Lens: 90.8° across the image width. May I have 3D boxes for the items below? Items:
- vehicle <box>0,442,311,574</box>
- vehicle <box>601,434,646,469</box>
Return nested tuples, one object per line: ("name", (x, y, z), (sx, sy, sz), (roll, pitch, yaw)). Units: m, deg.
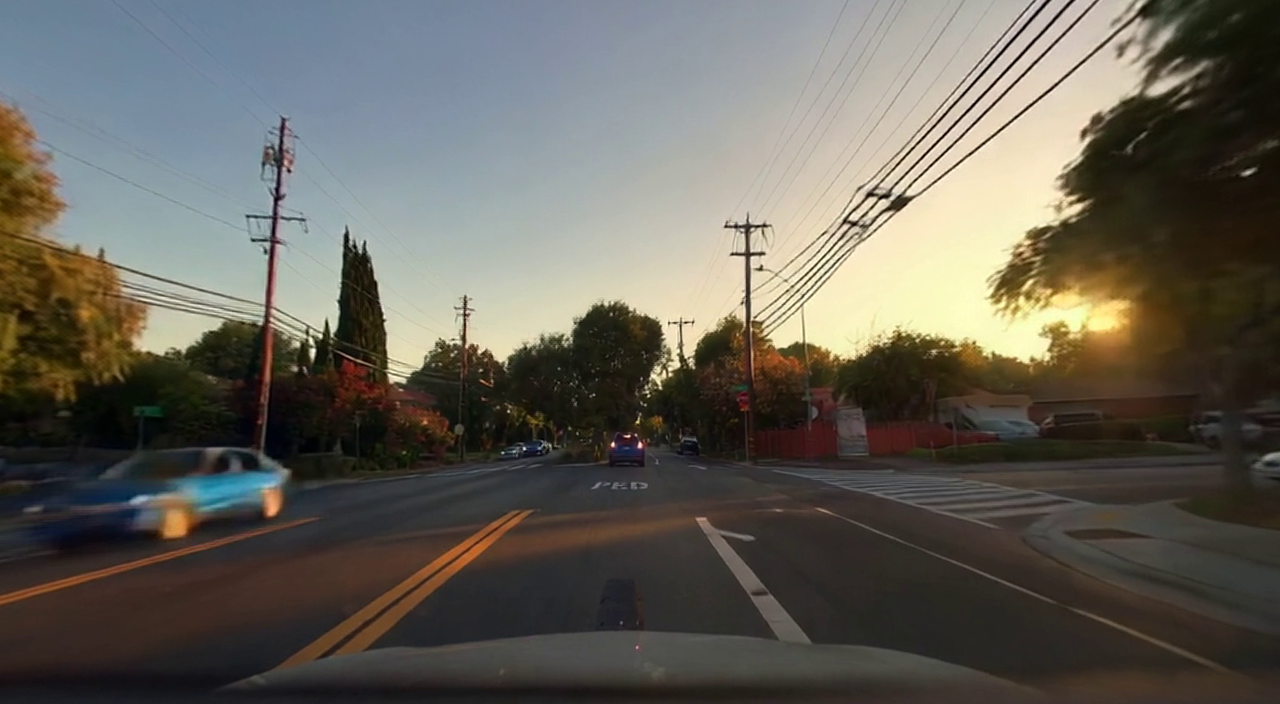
("vehicle", (-7.111, 2.098, 9.406), (2.034, 1.464, 4.438), (0, -8, 0))
("vehicle", (-0.695, 4.426, 28.162), (1.877, 1.448, 3.830), (0, -8, 0))
